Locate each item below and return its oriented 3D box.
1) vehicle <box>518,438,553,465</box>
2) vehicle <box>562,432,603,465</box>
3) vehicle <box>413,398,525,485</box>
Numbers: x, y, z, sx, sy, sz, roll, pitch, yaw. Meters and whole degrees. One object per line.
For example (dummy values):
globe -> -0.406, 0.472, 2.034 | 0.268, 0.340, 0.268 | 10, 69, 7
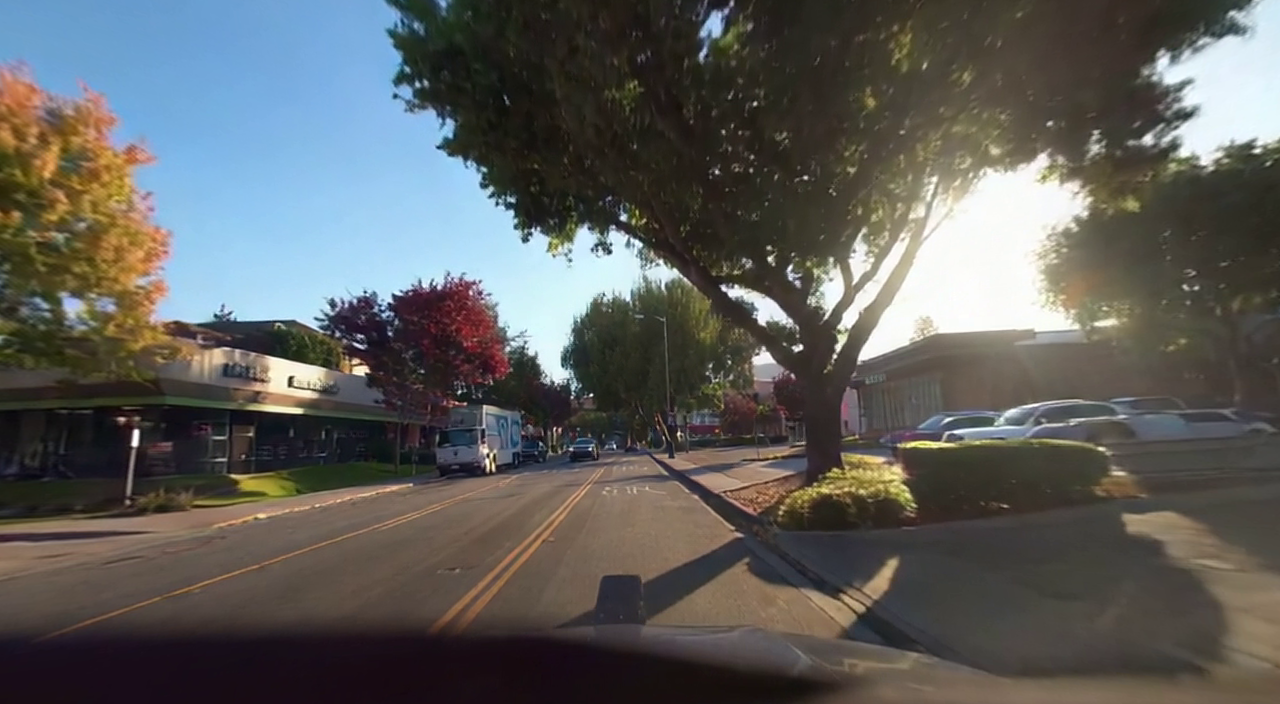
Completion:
vehicle -> -7.910, 7.508, 47.814 | 1.950, 1.743, 4.312 | -2, -6, -1
vehicle -> -3.436, 5.886, 38.459 | 2.118, 1.864, 4.640 | 0, -8, -1
vehicle -> -9.110, 4.769, 35.400 | 2.986, 3.768, 11.697 | -6, -6, -1
